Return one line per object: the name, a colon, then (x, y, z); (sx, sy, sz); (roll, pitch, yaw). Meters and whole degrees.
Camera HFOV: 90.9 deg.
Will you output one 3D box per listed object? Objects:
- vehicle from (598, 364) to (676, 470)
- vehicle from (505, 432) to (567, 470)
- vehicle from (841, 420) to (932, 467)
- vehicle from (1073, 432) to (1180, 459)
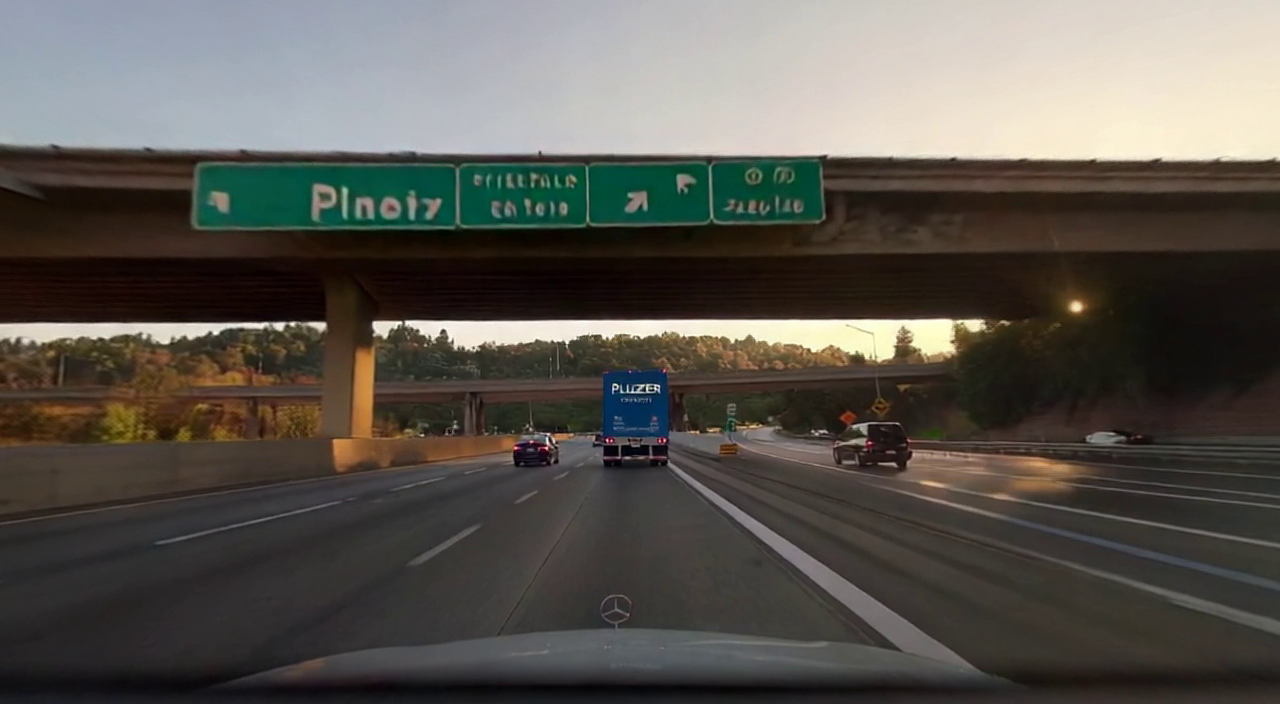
vehicle: (-0.319, 3.243, 29.696); (2.926, 3.959, 11.818); (0, -8, -2)
vehicle: (-4.272, 4.137, 26.509); (1.943, 1.446, 4.158); (0, -8, 0)
vehicle: (10.534, 3.936, 27.324); (2.052, 1.841, 4.481); (0, -8, -1)
vehicle: (28.534, 5.457, 37.054); (1.973, 1.466, 4.591); (7, -11, -42)
